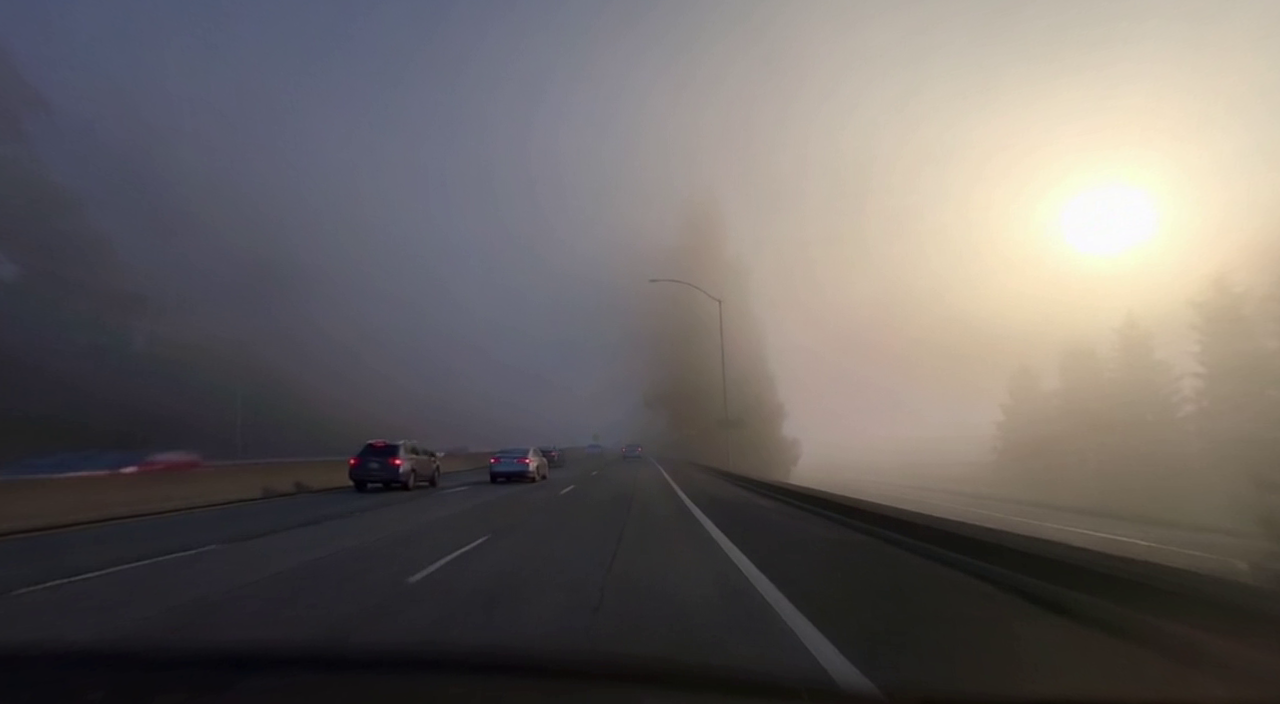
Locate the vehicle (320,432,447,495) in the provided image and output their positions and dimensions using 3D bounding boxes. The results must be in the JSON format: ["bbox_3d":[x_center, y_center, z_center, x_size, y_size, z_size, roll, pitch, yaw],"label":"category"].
[{"bbox_3d":[-8.162,3.580,20.671,2.091,1.795,4.617,0,-9,2],"label":"vehicle"}]

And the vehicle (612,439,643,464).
[{"bbox_3d":[-0.907,7.492,47.719,2.179,1.742,4.396,0,-9,0],"label":"vehicle"}]

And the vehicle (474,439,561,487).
[{"bbox_3d":[-4.351,4.037,23.271,2.102,1.562,4.884,0,-9,2],"label":"vehicle"}]
